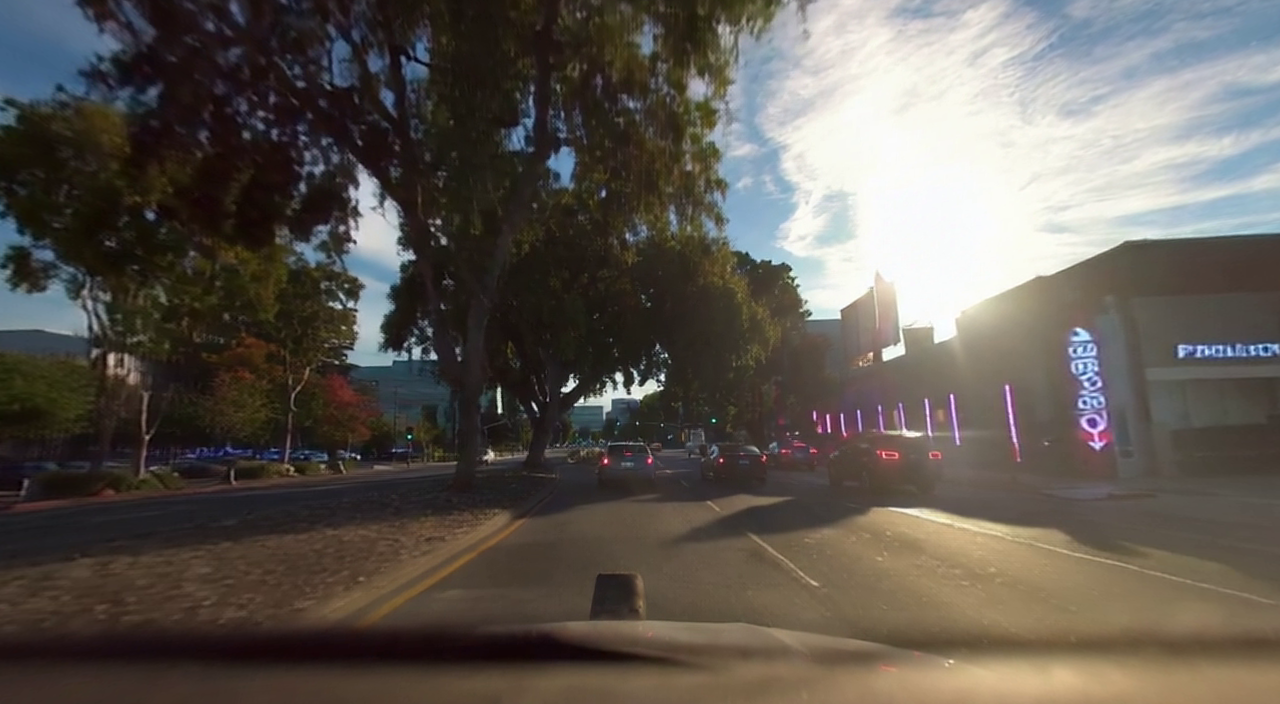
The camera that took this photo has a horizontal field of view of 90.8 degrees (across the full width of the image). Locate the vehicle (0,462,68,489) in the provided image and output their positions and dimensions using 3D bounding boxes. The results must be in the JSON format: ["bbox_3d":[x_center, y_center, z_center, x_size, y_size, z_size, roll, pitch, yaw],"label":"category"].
[{"bbox_3d":[-41.076,8.145,41.897,1.864,1.585,4.629,0,-8,-1],"label":"vehicle"}]

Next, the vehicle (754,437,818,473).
[{"bbox_3d":[7.226,5.159,31.772,2.025,1.666,4.448,0,-8,-2],"label":"vehicle"}]

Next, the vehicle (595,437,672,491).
[{"bbox_3d":[-0.273,3.377,19.460,2.101,1.444,4.248,0,-8,-2],"label":"vehicle"}]

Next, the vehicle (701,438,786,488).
[{"bbox_3d":[3.326,3.667,21.182,1.993,1.477,4.240,0,-8,-2],"label":"vehicle"}]

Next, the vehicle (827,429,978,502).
[{"bbox_3d":[7.006,3.071,17.569,2.052,1.708,4.842,0,-8,-1],"label":"vehicle"}]

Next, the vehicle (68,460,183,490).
[{"bbox_3d":[-28.176,6.714,34.681,4.693,1.499,1.838,0,-8,0],"label":"vehicle"}]

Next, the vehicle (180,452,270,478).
[{"bbox_3d":[-28.042,7.634,42.799,4.640,1.640,2.026,-1,-8,1],"label":"vehicle"}]
